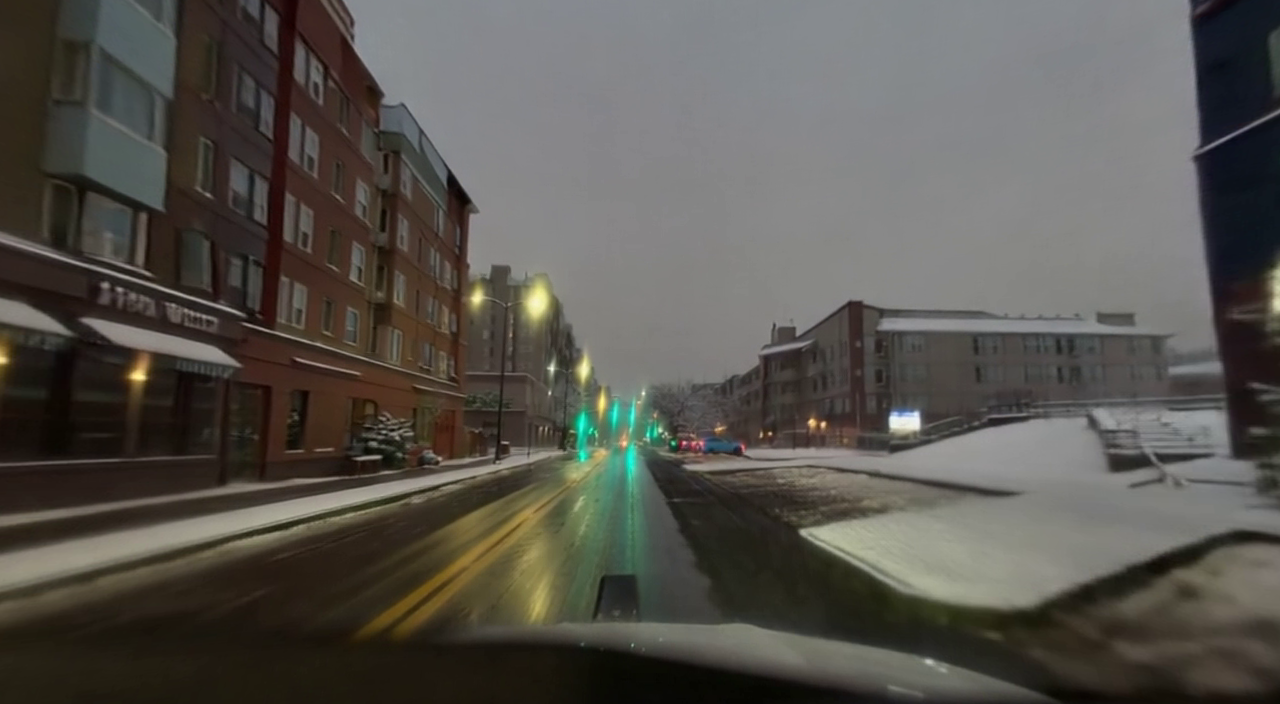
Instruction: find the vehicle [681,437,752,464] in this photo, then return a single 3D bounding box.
[{"bbox_3d":[4.576,5.798,37.354,3.844,1.524,1.847,5,-9,-32],"label":"vehicle"}]
